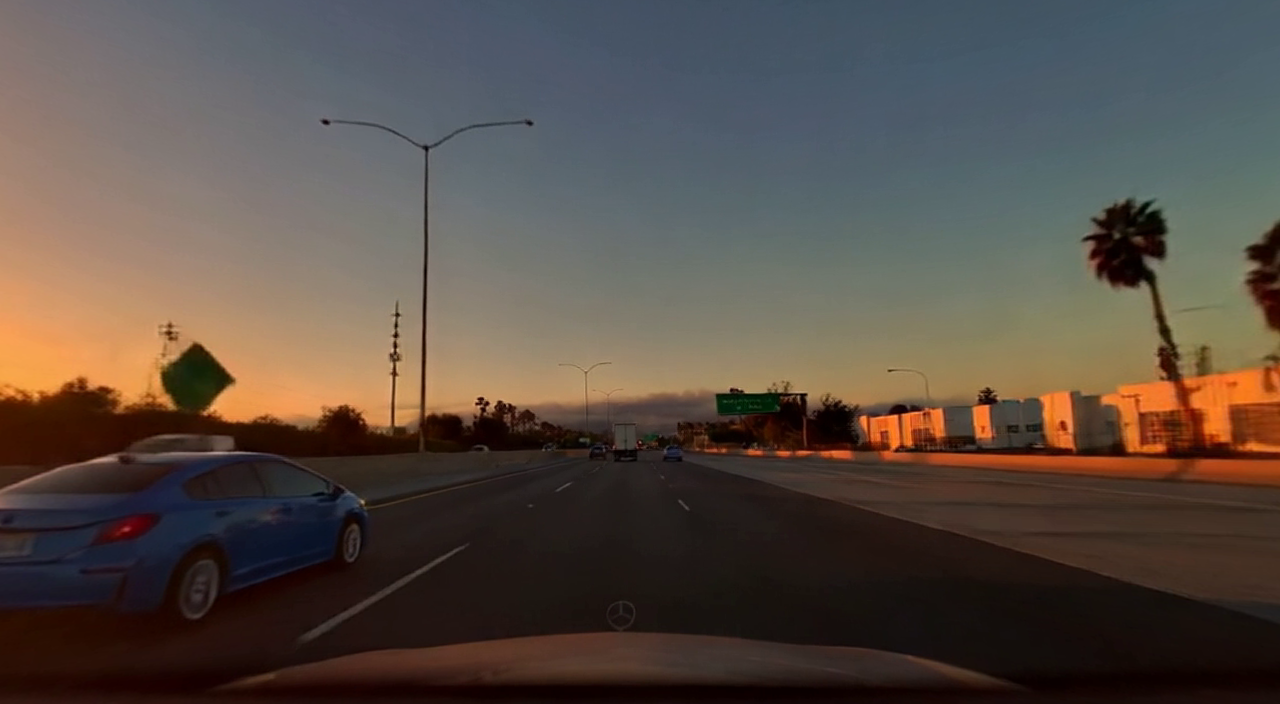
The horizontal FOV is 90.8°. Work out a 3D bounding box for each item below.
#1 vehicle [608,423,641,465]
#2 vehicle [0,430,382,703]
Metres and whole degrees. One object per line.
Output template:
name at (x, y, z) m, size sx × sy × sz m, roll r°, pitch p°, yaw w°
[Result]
vehicle at (-1.185, 7.083, 48.711) m, size 2.364 × 2.953 × 6.495 m, roll 0°, pitch -8°, yaw -1°
vehicle at (-4.021, 1.401, 4.994) m, size 2.097 × 1.447 × 4.291 m, roll 0°, pitch -8°, yaw 1°
